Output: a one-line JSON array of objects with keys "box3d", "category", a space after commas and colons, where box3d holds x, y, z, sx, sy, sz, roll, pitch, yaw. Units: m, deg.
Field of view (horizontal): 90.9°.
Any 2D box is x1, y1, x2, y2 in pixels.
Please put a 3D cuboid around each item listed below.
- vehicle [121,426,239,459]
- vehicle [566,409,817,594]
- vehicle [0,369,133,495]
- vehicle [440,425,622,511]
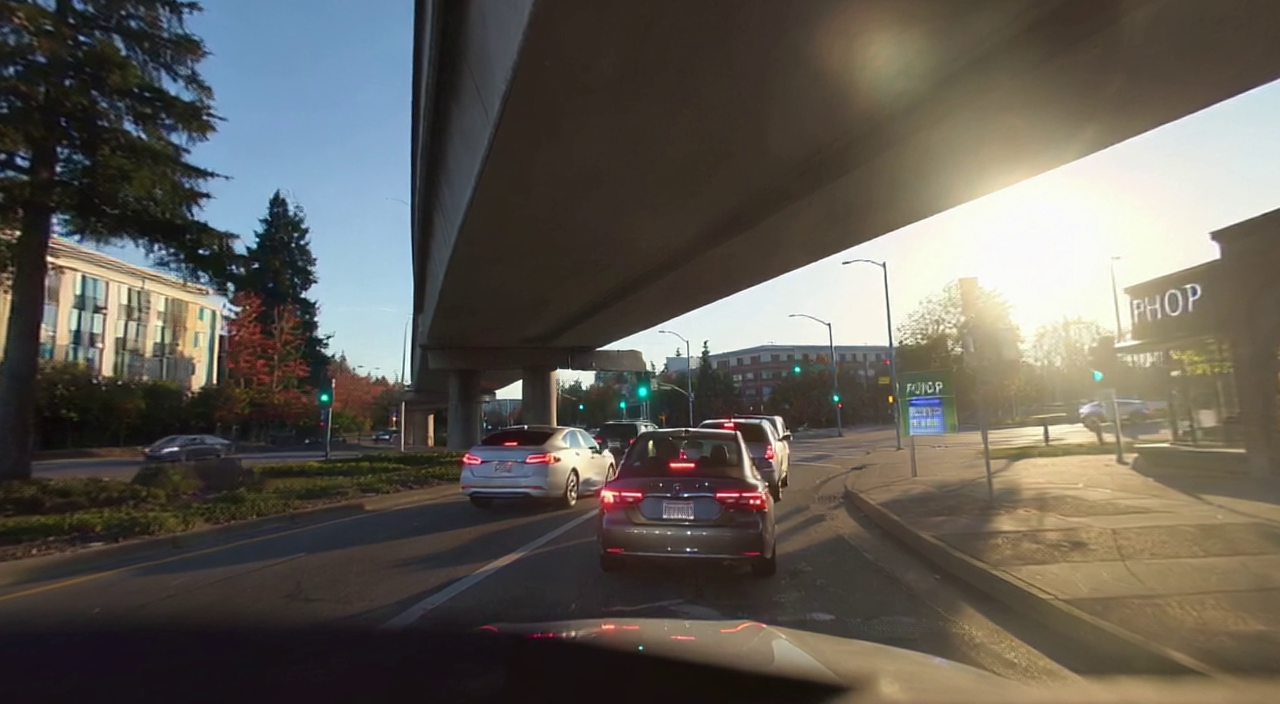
[{"box3d": [-28.994, 5.738, 39.952, 5.457, 2.021, 2.213, 2, -9, -13], "category": "vehicle"}, {"box3d": [0.760, 1.624, 7.767, 2.195, 1.571, 4.353, -2, -8, 9], "category": "vehicle"}, {"box3d": [-24.317, 2.770, 19.603, 13.064, 3.755, 3.269, -1, -8, -13], "category": "vehicle"}, {"box3d": [-2.086, 2.453, 13.834, 2.214, 1.519, 4.704, -2, -9, 13], "category": "vehicle"}]
